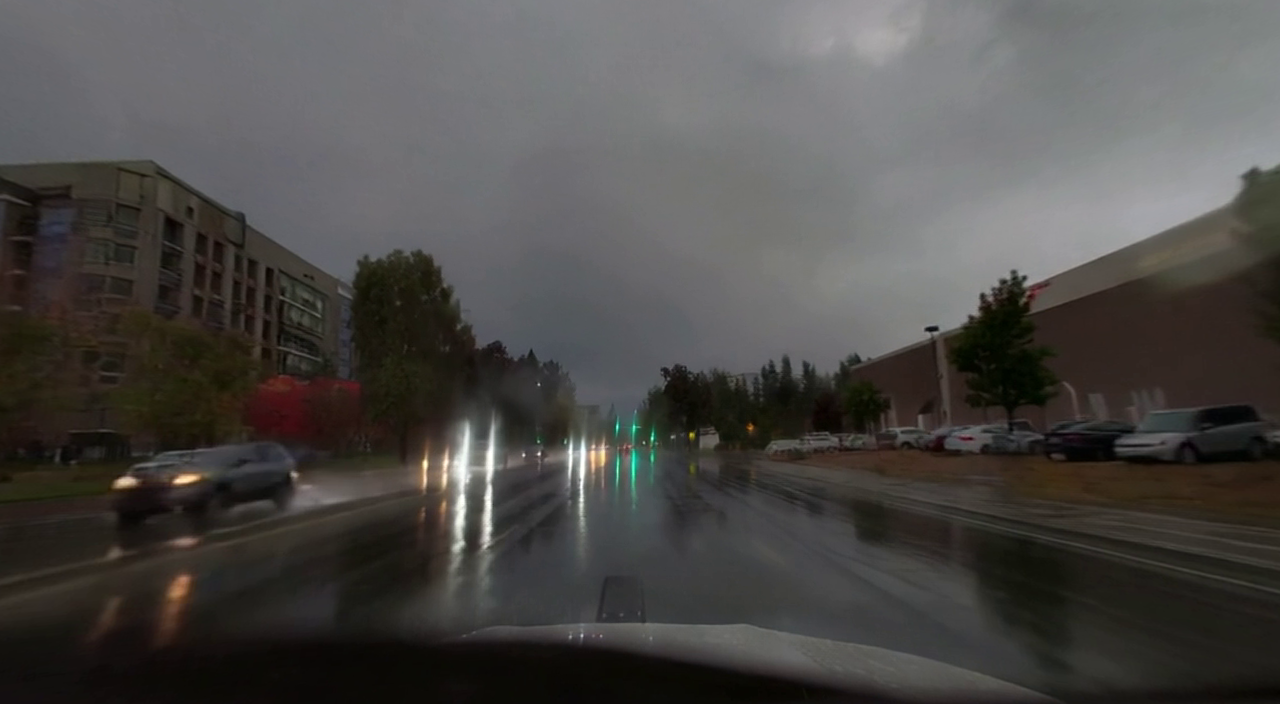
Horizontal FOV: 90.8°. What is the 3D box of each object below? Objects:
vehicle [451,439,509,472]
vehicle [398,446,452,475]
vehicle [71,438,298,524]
[{"bbox_3d":[-10.280,6.683,41.125,2.197,1.961,5.695,-1,-9,1],"label":"vehicle"},{"bbox_3d":[-13.596,6.867,40.255,1.918,1.679,4.213,0,-9,1],"label":"vehicle"},{"bbox_3d":[-10.510,2.974,15.160,2.025,1.704,4.523,0,-9,1],"label":"vehicle"}]
